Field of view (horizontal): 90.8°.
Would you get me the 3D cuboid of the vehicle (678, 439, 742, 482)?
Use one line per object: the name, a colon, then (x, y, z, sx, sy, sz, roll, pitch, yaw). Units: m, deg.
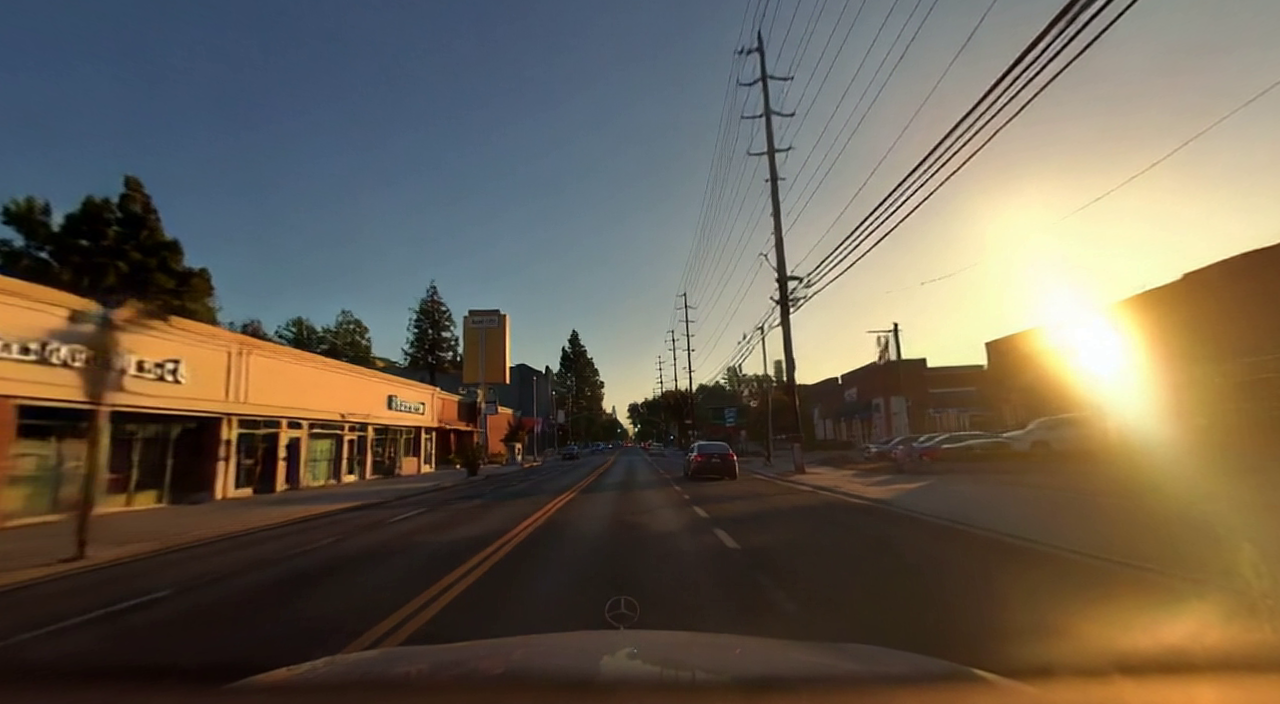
vehicle: (2.633, 4.192, 24.648, 1.975, 1.497, 3.647, 0, -9, -1)
